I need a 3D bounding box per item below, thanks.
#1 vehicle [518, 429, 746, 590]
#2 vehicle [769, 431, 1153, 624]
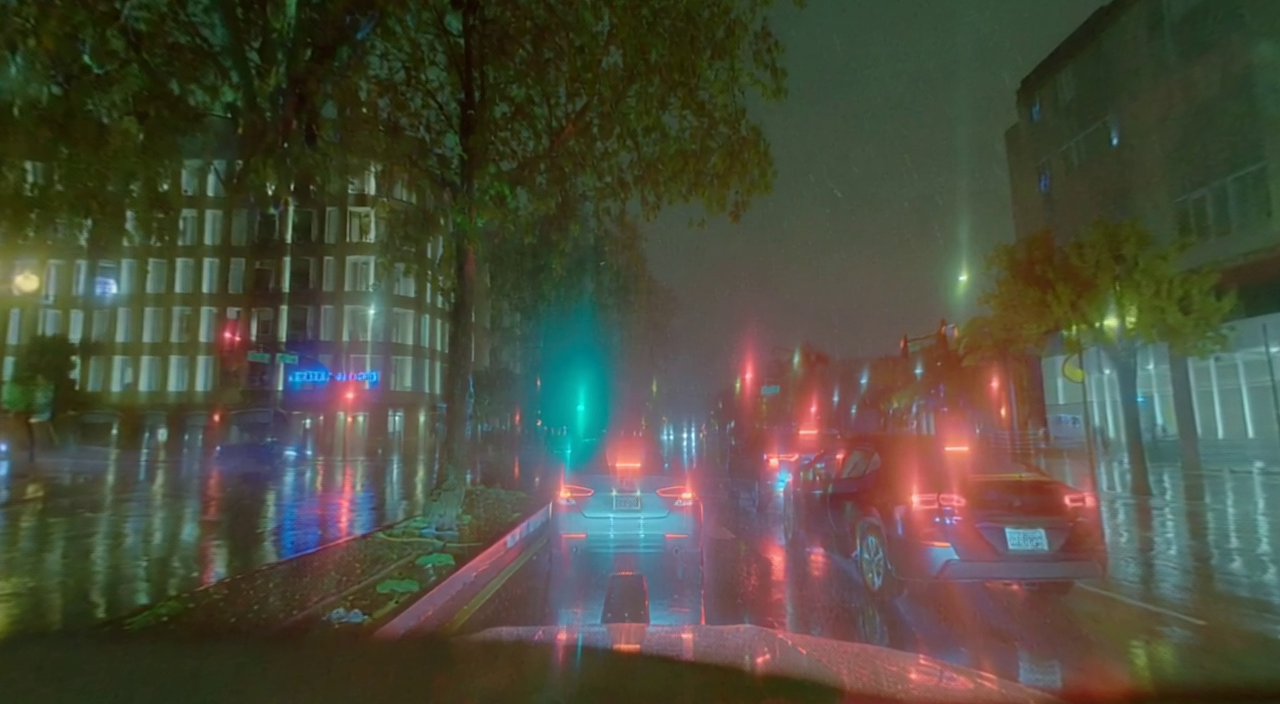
[{"bbox_3d":[-0.090,1.757,7.928,2.087,1.456,4.143,0,-8,0],"label":"vehicle"},{"bbox_3d":[2.907,1.654,7.002,1.893,1.446,4.270,0,-8,-2],"label":"vehicle"}]
